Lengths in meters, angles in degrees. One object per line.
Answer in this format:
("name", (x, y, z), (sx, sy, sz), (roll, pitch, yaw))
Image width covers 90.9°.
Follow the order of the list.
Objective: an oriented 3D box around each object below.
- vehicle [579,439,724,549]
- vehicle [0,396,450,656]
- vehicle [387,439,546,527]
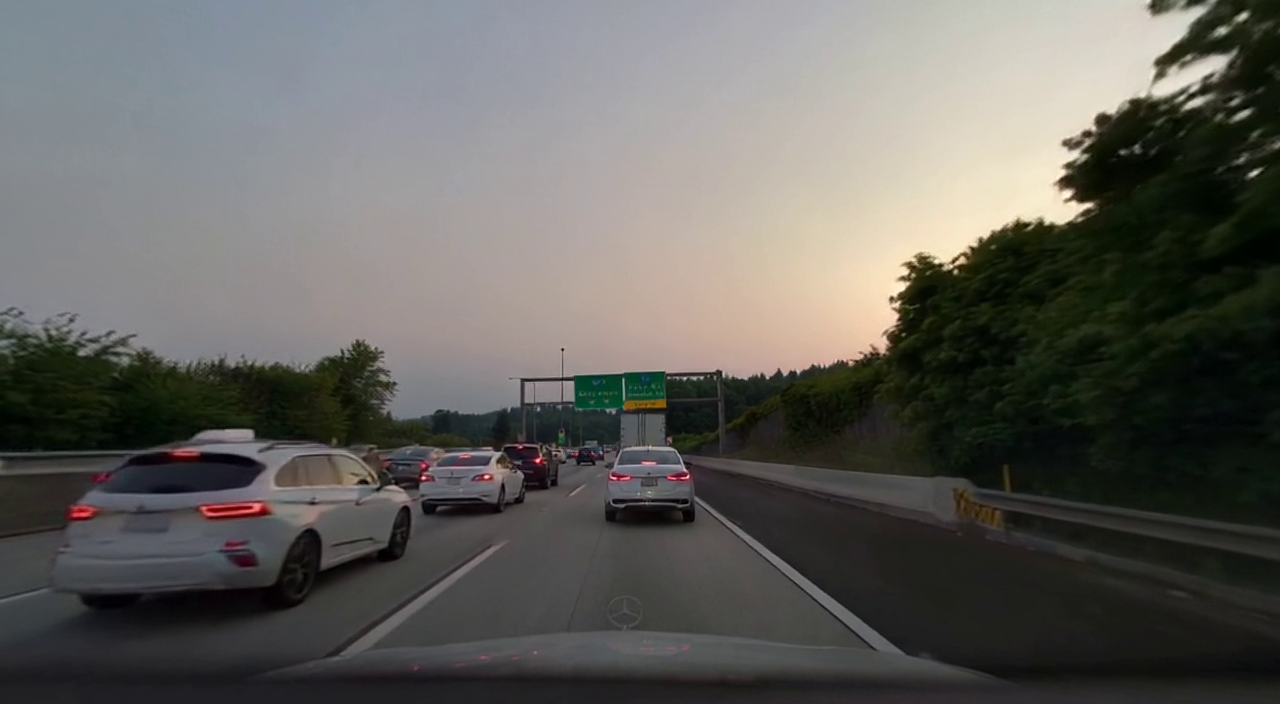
("vehicle", (0.161, 2.229, 10.448), (1.995, 1.495, 3.380), (0, -9, 0))
("vehicle", (-3.642, 1.443, 6.237), (2.165, 1.638, 4.317), (0, -9, 0))
("vehicle", (-3.308, 2.602, 13.049), (1.980, 1.491, 4.340), (0, -9, 1))
